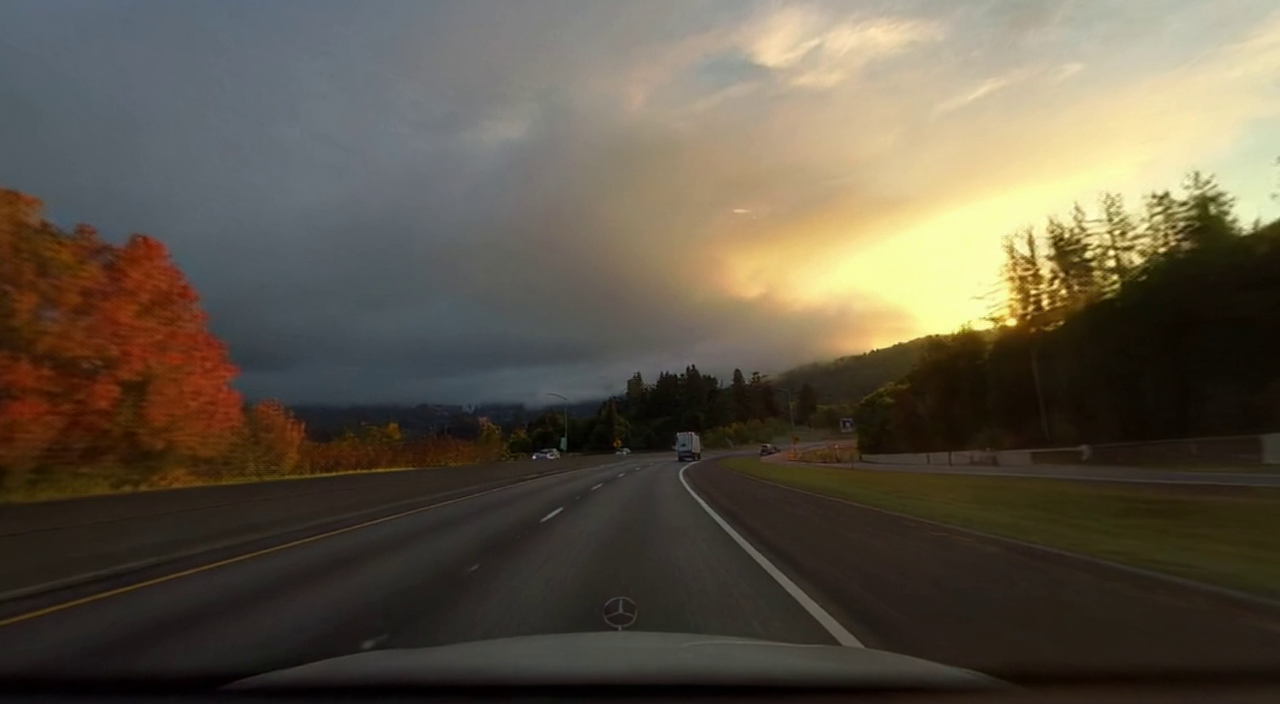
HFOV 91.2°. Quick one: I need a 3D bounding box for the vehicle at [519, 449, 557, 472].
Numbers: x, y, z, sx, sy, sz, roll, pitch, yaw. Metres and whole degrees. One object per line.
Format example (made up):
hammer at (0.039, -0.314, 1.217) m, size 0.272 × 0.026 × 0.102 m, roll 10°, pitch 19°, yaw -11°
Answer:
vehicle at (-7.225, 7.712, 44.691) m, size 1.858 × 1.498 × 4.096 m, roll -1°, pitch -9°, yaw 3°
